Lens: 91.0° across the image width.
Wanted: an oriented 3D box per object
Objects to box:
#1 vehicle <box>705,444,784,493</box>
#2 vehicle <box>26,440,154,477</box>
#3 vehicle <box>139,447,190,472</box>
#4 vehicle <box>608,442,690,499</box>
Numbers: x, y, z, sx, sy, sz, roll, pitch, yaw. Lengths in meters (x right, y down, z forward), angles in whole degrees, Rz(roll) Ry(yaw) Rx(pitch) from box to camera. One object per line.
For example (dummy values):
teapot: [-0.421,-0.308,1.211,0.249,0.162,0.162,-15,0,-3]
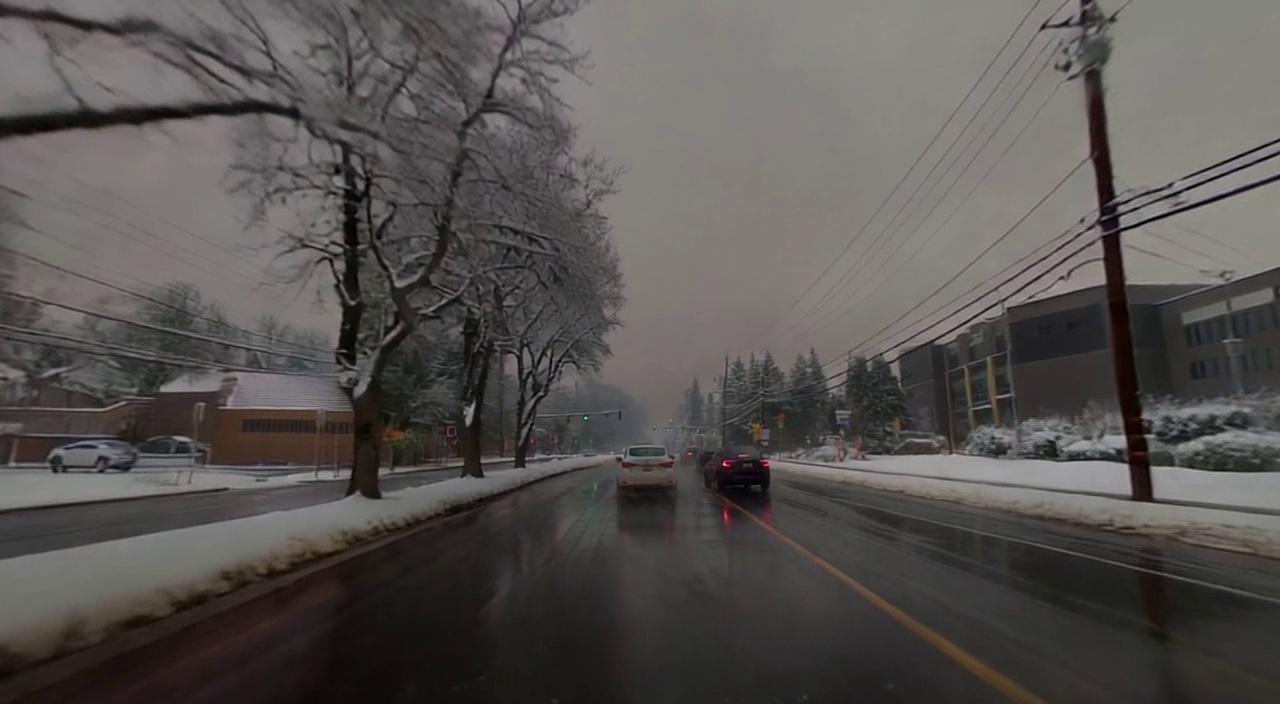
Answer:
vehicle: [3.428,3.886,21.440,1.985,1.489,4.036,0,-8,-1]
vehicle: [-30.146,5.836,34.660,4.687,1.894,2.149,2,-9,-11]
vehicle: [-30.120,6.783,39.963,1.939,1.459,3.953,5,-10,-28]
vehicle: [0.183,3.414,18.594,2.144,1.473,4.028,0,-8,-1]
